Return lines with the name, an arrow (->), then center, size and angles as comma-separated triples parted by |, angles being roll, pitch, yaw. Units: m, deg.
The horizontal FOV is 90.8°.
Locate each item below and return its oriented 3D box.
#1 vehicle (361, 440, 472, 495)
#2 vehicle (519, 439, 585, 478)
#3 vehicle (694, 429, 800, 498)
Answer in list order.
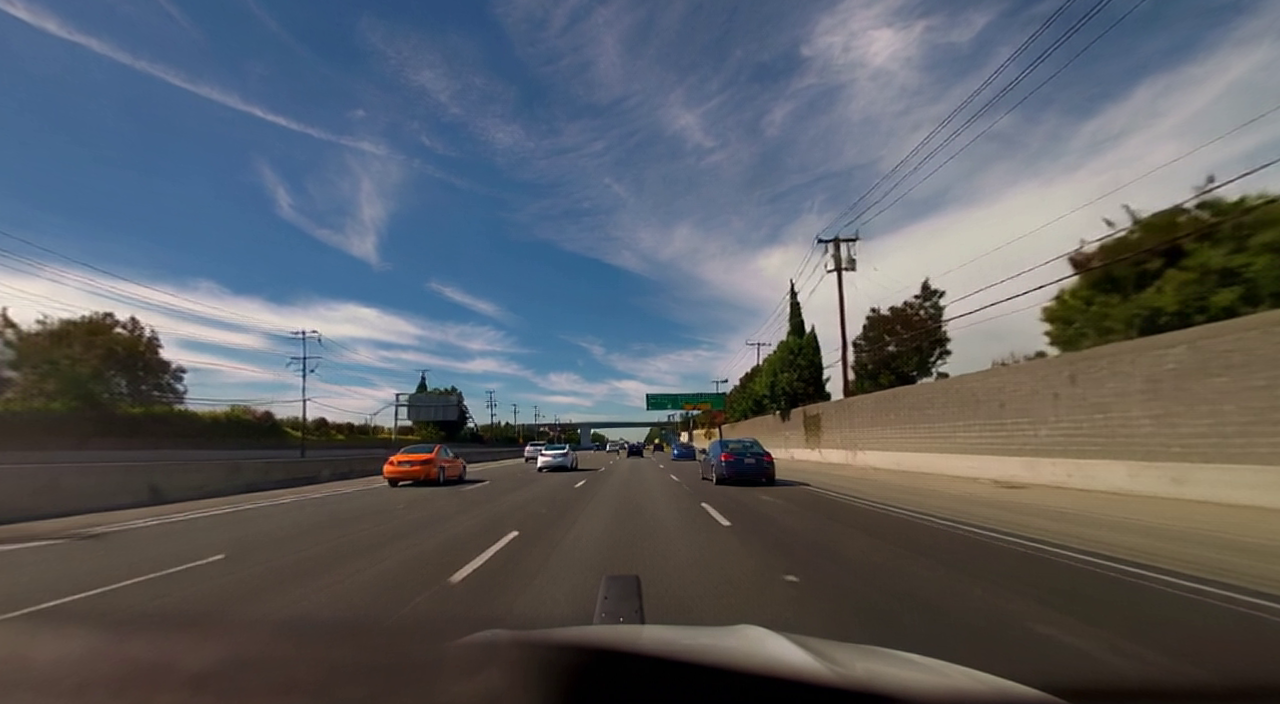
vehicle -> -6.679, 3.475, 19.411 | 1.903, 1.482, 4.180 | 0, -8, -1
vehicle -> -3.551, 4.401, 26.355 | 2.066, 1.488, 4.377 | 0, -8, 1
vehicle -> 2.829, 3.073, 17.773 | 2.100, 1.659, 4.387 | 0, -8, -2
